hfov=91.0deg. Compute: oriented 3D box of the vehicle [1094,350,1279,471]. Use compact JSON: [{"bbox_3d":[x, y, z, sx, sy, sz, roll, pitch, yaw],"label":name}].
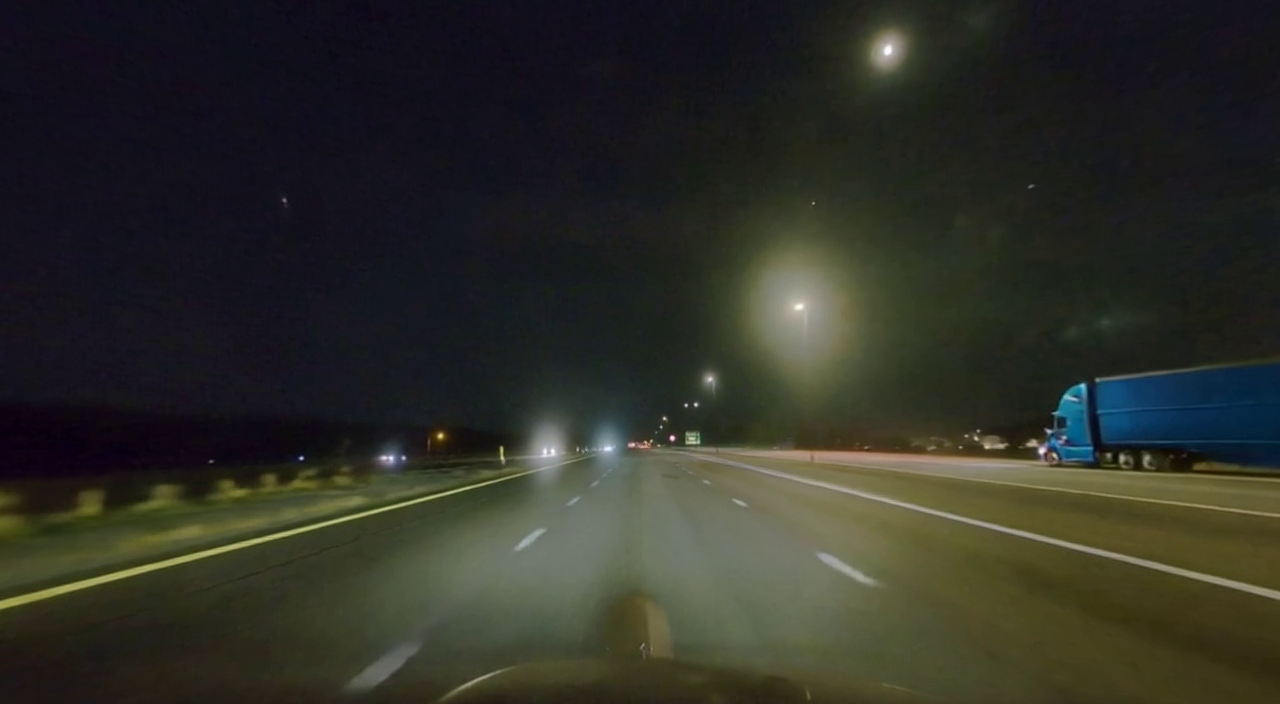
[{"bbox_3d":[23.300,1.851,20.365,2.836,4.027,14.280,4,-9,-23],"label":"vehicle"}]
